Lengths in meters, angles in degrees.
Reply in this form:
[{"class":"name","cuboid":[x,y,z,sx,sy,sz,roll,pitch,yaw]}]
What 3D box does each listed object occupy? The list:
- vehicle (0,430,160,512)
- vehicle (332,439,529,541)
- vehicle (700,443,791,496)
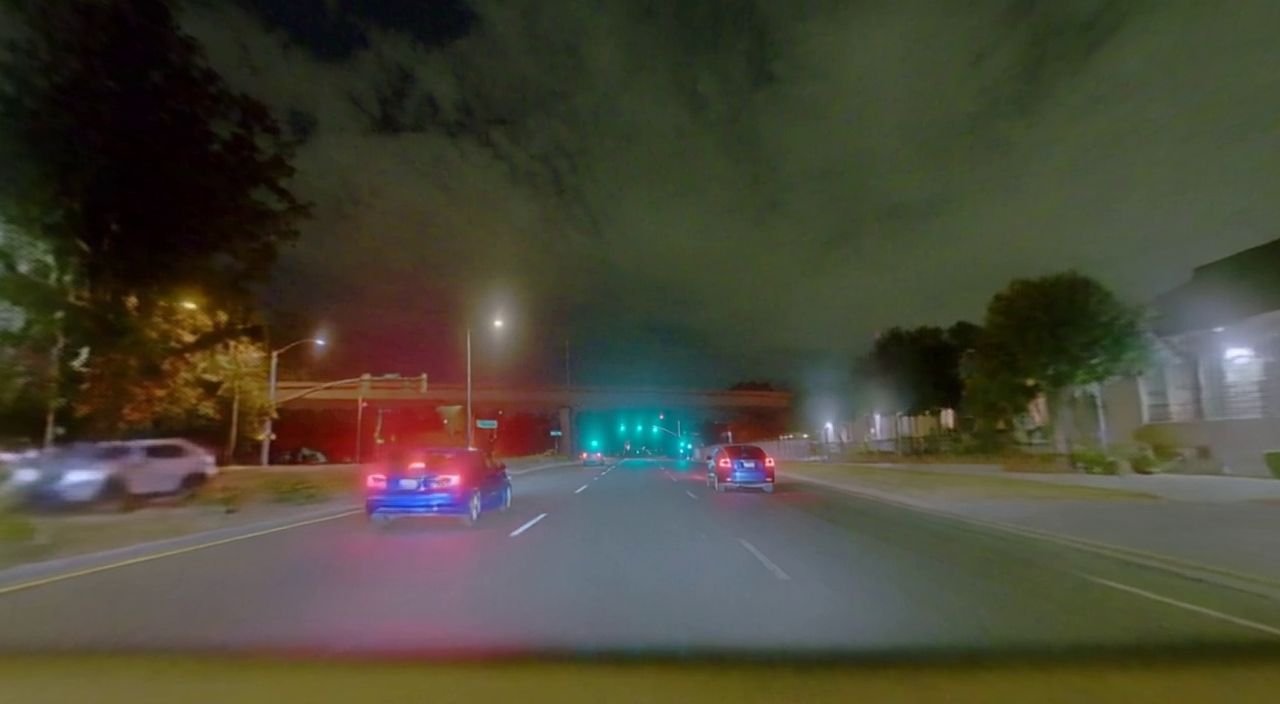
[{"class":"vehicle","cuboid":[-13.773,2.643,14.436,2.090,1.600,4.492,0,-8,-1]},{"class":"vehicle","cuboid":[-3.500,2.382,11.635,2.060,1.484,4.417,0,-8,1]},{"class":"vehicle","cuboid":[3.208,3.677,20.175,2.068,1.497,4.247,0,-8,-2]}]
